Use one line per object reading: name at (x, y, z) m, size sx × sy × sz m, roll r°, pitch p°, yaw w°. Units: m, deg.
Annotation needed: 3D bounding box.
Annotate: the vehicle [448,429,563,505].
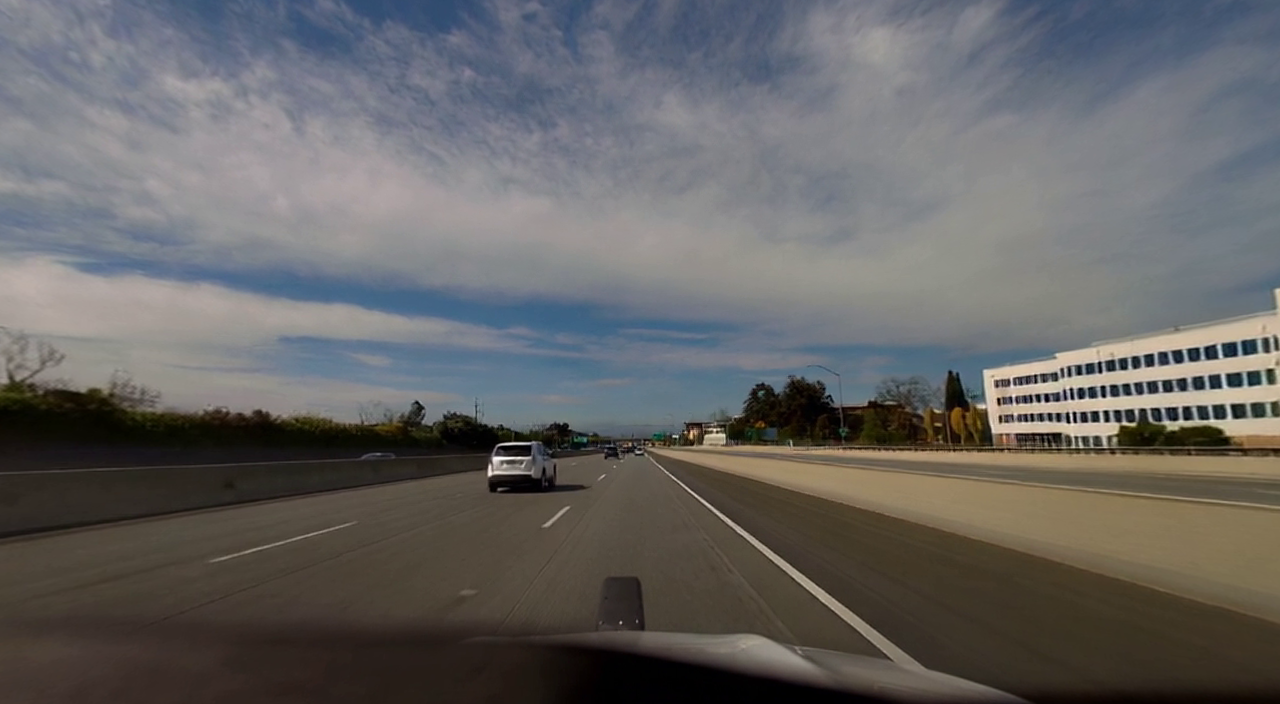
vehicle at (-3.536, 3.144, 17.732) m, size 2.145 × 1.828 × 4.867 m, roll 0°, pitch -9°, yaw 0°
